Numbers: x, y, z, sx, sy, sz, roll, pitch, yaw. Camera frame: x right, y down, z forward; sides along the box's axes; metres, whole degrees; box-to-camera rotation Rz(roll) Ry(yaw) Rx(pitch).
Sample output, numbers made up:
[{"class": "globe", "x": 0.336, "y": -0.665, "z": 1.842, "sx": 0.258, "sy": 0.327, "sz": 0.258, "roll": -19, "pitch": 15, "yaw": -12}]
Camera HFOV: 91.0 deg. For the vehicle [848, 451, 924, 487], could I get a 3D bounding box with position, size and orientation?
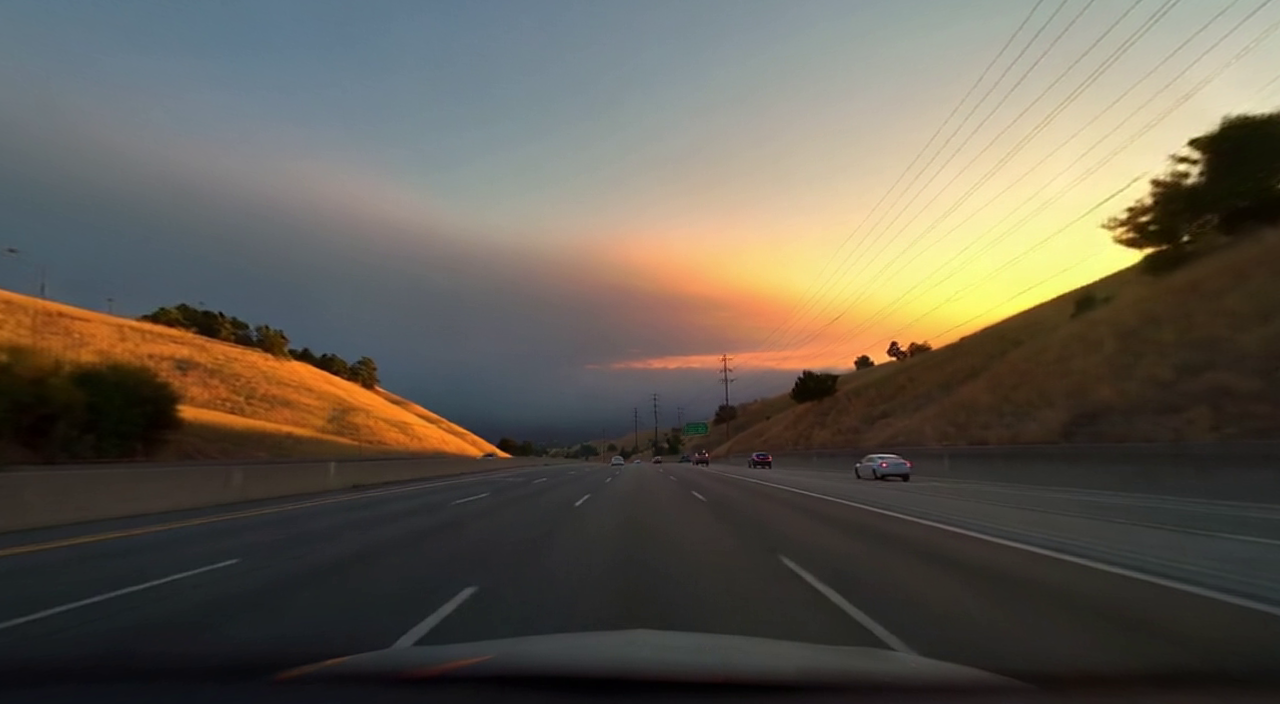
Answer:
[{"class": "vehicle", "x": 11.158, "y": 5.323, "z": 28.880, "sx": 1.884, "sy": 1.486, "sz": 3.770, "roll": 1, "pitch": -9, "yaw": -1}]
